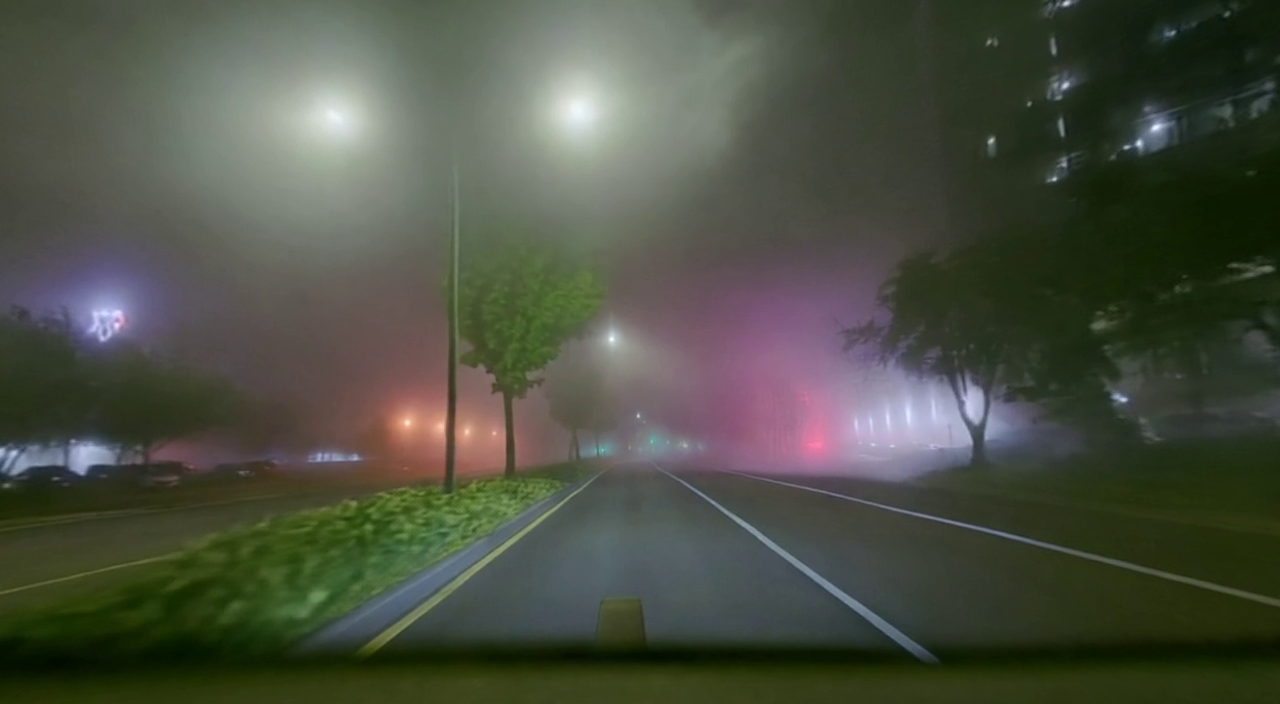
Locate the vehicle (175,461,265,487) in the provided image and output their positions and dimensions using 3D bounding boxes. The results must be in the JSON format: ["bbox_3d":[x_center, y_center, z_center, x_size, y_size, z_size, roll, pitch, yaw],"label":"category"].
[{"bbox_3d":[-26.510,7.702,40.064,4.405,1.469,2.047,4,-10,-25],"label":"vehicle"}]

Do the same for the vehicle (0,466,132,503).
[{"bbox_3d":[-26.174,5.947,28.538,4.617,1.434,1.972,4,-10,-29],"label":"vehicle"}]
